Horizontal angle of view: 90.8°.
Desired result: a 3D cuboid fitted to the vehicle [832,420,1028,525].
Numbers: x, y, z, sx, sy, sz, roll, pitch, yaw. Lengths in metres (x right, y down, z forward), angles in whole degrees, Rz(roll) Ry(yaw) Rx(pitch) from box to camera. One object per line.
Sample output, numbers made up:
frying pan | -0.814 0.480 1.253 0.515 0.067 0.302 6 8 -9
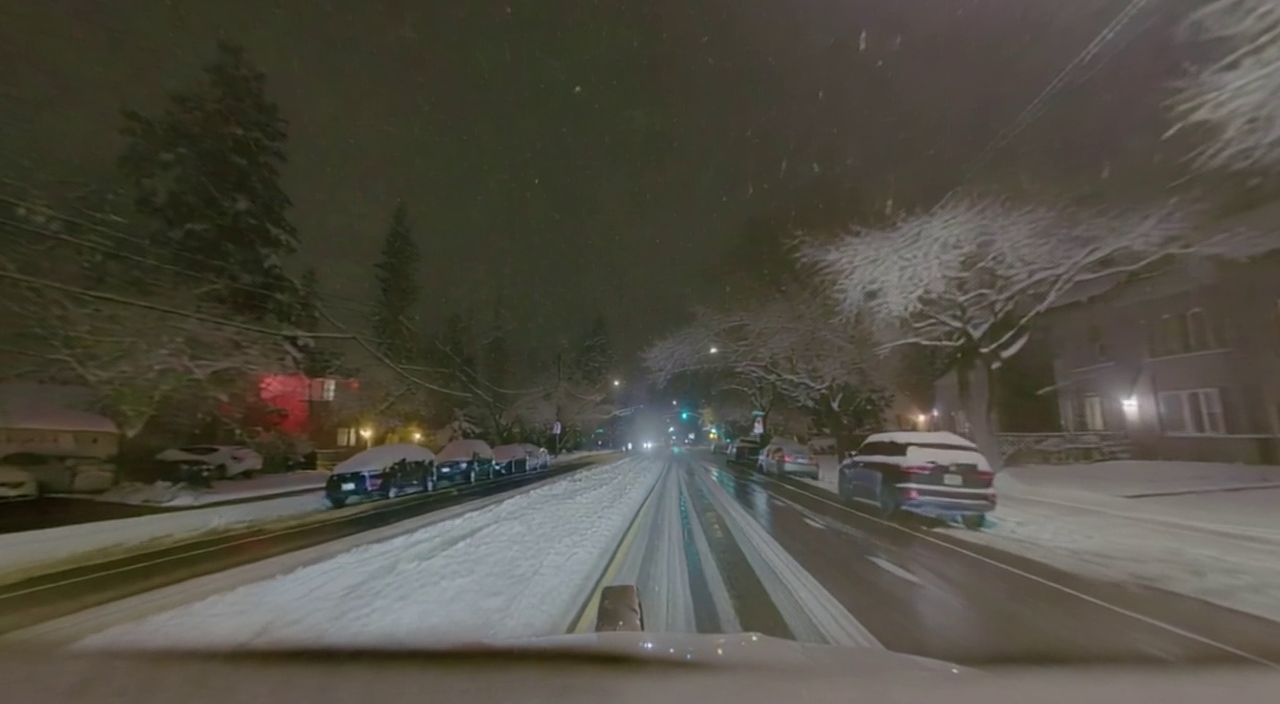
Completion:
vehicle | 5.993 2.540 13.887 2.215 1.886 4.577 0 -8 2

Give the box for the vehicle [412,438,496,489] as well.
vehicle | -8.541 5.120 29.513 2.225 2.037 5.158 -4 -8 2

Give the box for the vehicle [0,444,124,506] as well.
vehicle | -17.449 3.482 17.765 4.282 1.559 1.929 -3 -10 4

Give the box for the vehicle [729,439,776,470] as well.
vehicle | 6.511 5.987 37.173 2.155 1.668 4.425 0 -8 3

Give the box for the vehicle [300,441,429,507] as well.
vehicle | -8.950 4.011 21.076 2.117 1.865 4.570 -2 -10 2

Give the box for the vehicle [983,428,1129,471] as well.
vehicle | 15.401 3.641 23.613 3.966 1.500 1.998 -1 -8 4

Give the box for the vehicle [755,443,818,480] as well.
vehicle | 6.452 4.866 28.364 1.908 1.477 4.920 0 -8 3

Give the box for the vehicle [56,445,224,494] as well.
vehicle | -17.339 4.068 22.055 4.206 1.578 1.913 0 -8 1
